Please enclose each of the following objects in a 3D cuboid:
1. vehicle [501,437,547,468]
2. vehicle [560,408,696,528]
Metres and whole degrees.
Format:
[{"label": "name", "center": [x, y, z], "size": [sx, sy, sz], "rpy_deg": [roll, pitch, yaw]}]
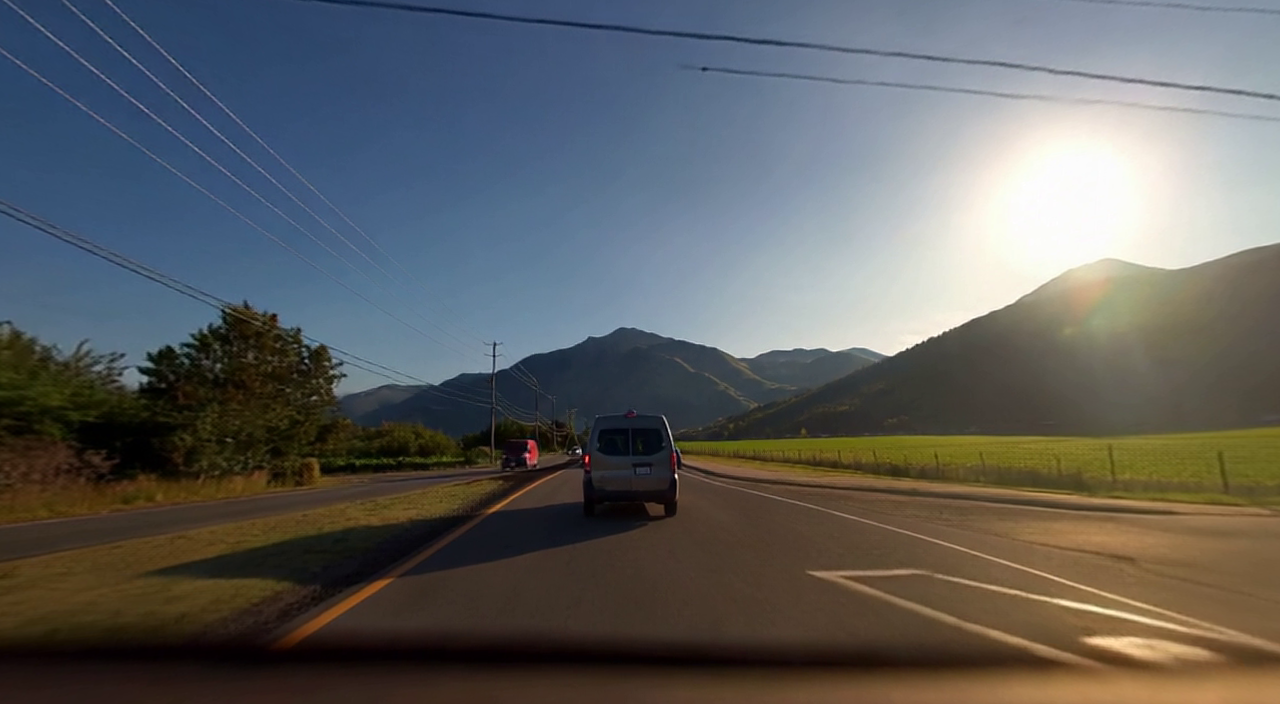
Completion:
[{"label": "vehicle", "center": [-9.105, 7.981, 49.832], "size": [2.260, 2.264, 5.982], "rpy_deg": [0, -9, 2]}, {"label": "vehicle", "center": [-0.309, 2.460, 13.709], "size": [2.454, 2.144, 4.535], "rpy_deg": [0, -9, -2]}]
